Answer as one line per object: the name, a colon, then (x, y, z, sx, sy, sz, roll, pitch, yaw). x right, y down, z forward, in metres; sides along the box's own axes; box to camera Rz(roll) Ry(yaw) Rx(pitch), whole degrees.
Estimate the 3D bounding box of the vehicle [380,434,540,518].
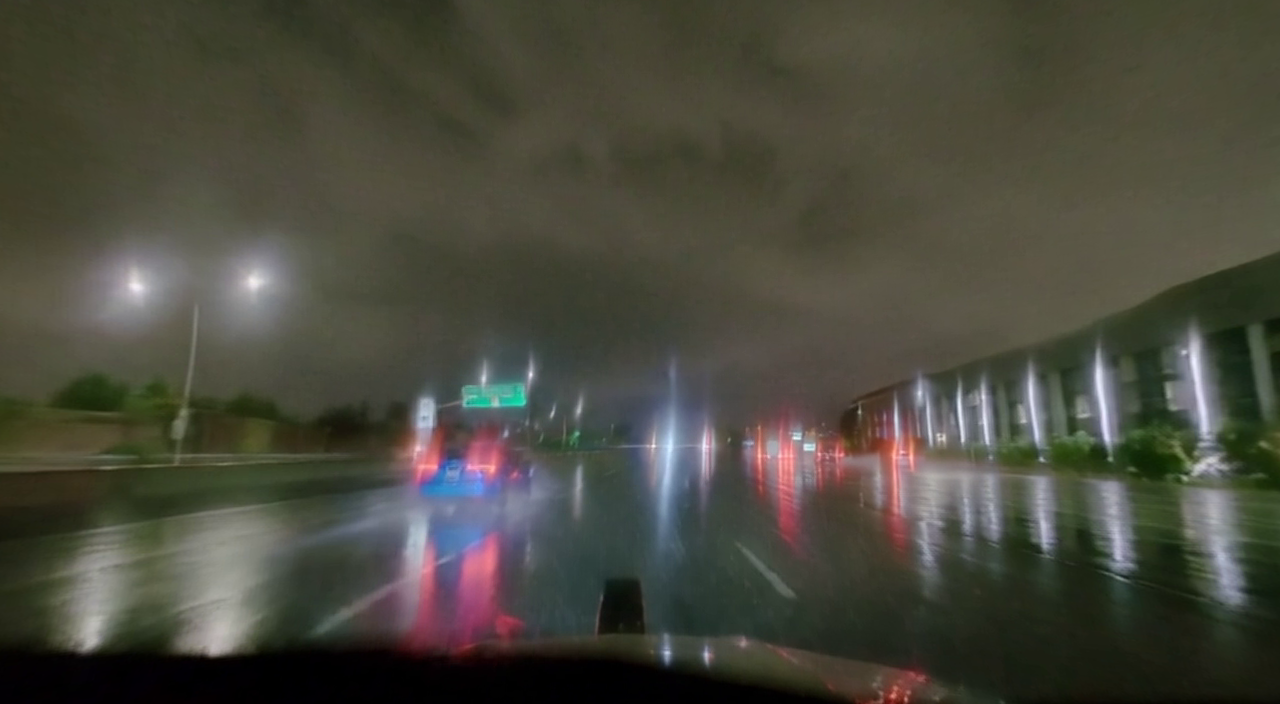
vehicle: (-3.790, 2.709, 14.360, 2.087, 1.566, 4.756, -1, -9, 2)
